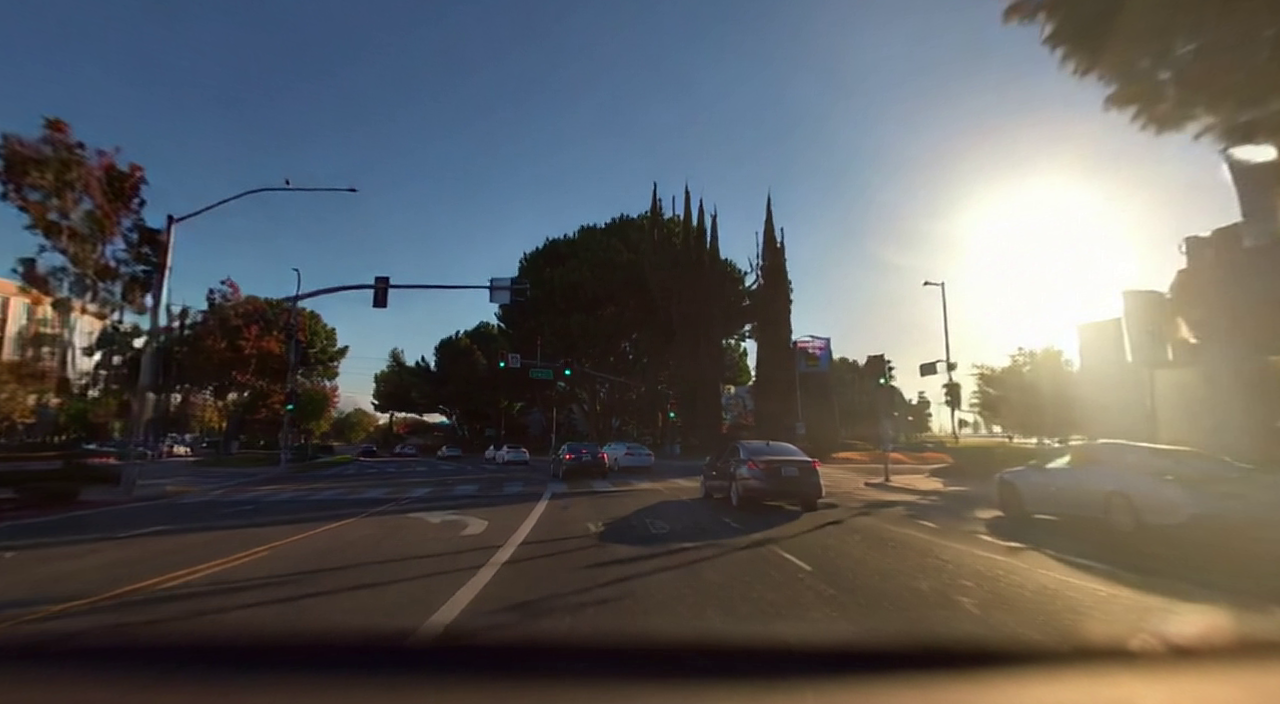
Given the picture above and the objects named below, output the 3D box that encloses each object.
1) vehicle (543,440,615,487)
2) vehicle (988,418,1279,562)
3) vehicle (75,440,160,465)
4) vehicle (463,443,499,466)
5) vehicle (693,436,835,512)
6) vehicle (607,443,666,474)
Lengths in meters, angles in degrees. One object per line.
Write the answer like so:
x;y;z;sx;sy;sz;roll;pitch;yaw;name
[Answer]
-2.419;4.145;23.840;2.308;1.535;4.811;2;-9;-10;vehicle
7.416;1.819;9.095;1.933;1.522;4.443;1;-9;-5;vehicle
-34.177;6.573;41.311;3.796;1.595;1.808;3;-9;-21;vehicle
-11.982;7.676;47.305;2.012;1.492;4.079;5;-8;-21;vehicle
2.677;2.763;14.853;1.984;1.476;4.488;1;-9;-6;vehicle
-0.275;5.483;32.725;1.957;1.463;4.701;2;-9;-14;vehicle
